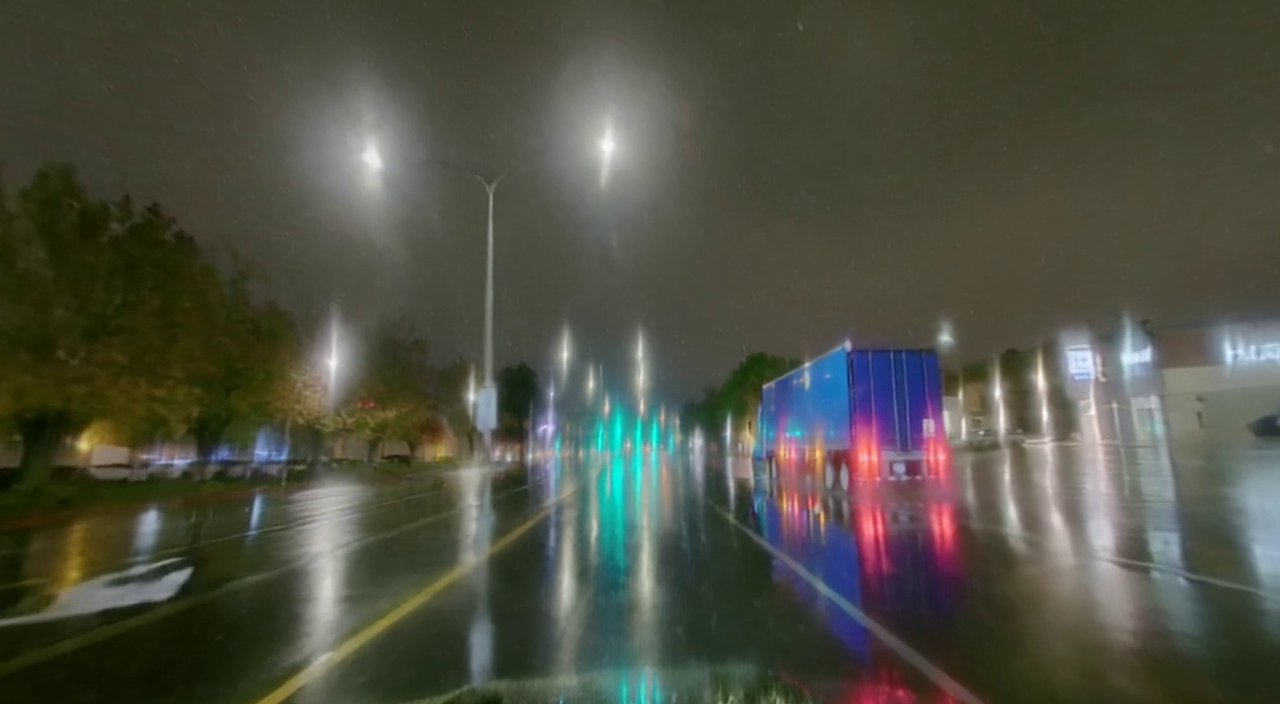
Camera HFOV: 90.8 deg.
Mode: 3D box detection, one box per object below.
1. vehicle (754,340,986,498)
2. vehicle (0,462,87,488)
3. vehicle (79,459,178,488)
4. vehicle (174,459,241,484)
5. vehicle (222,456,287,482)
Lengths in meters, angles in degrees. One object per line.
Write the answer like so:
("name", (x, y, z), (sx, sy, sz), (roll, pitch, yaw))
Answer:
("vehicle", (6.576, 2.445, 21.032), (3.120, 3.794, 11.510), (0, -9, -1))
("vehicle", (-40.573, 8.243, 42.631), (1.968, 1.539, 4.802), (-1, -9, 4))
("vehicle", (-33.861, 8.023, 42.061), (2.008, 1.710, 5.515), (0, -9, 0))
("vehicle", (-33.888, 9.363, 49.675), (1.963, 1.756, 4.606), (0, -9, 0))
("vehicle", (-30.304, 9.251, 49.897), (1.995, 1.773, 4.984), (-5, -10, 0))
